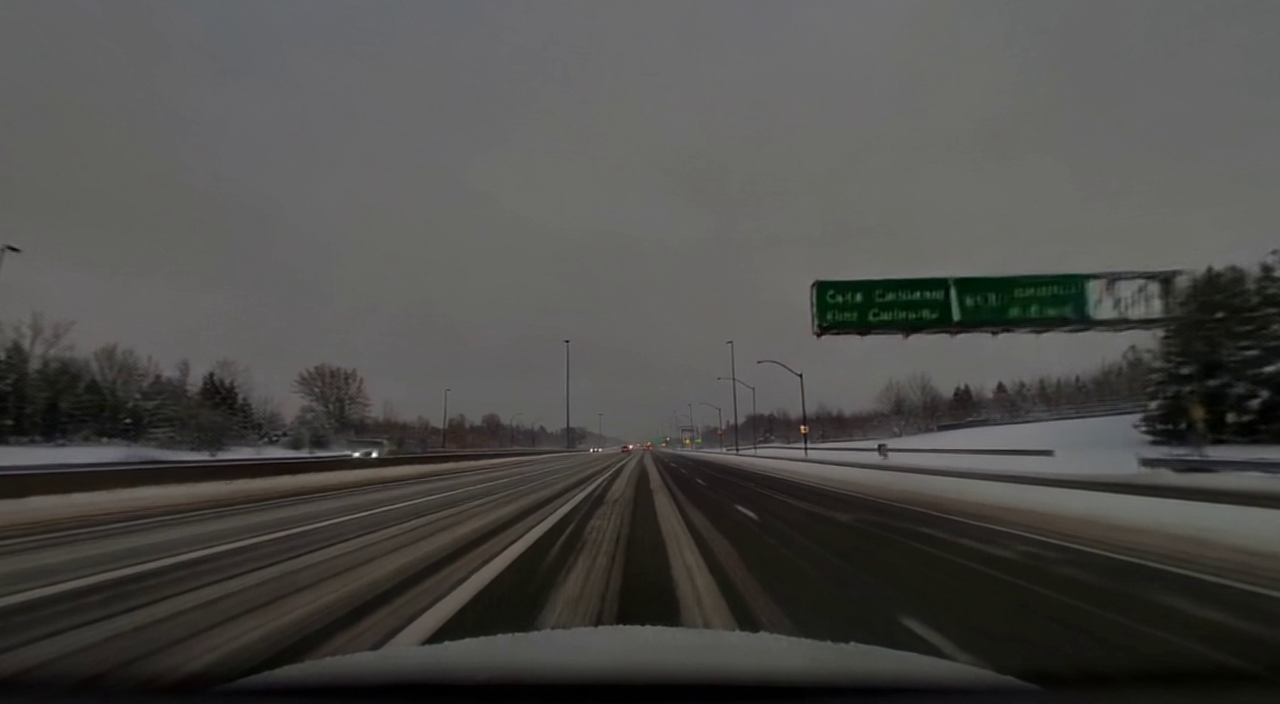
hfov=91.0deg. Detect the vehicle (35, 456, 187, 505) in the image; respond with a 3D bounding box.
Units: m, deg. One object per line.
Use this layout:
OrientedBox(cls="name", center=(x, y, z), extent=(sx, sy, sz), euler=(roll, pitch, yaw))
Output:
OrientedBox(cls="vehicle", center=(-18.214, 4.406, 21.956), extent=(1.832, 1.479, 3.871), euler=(0, -9, 2))
